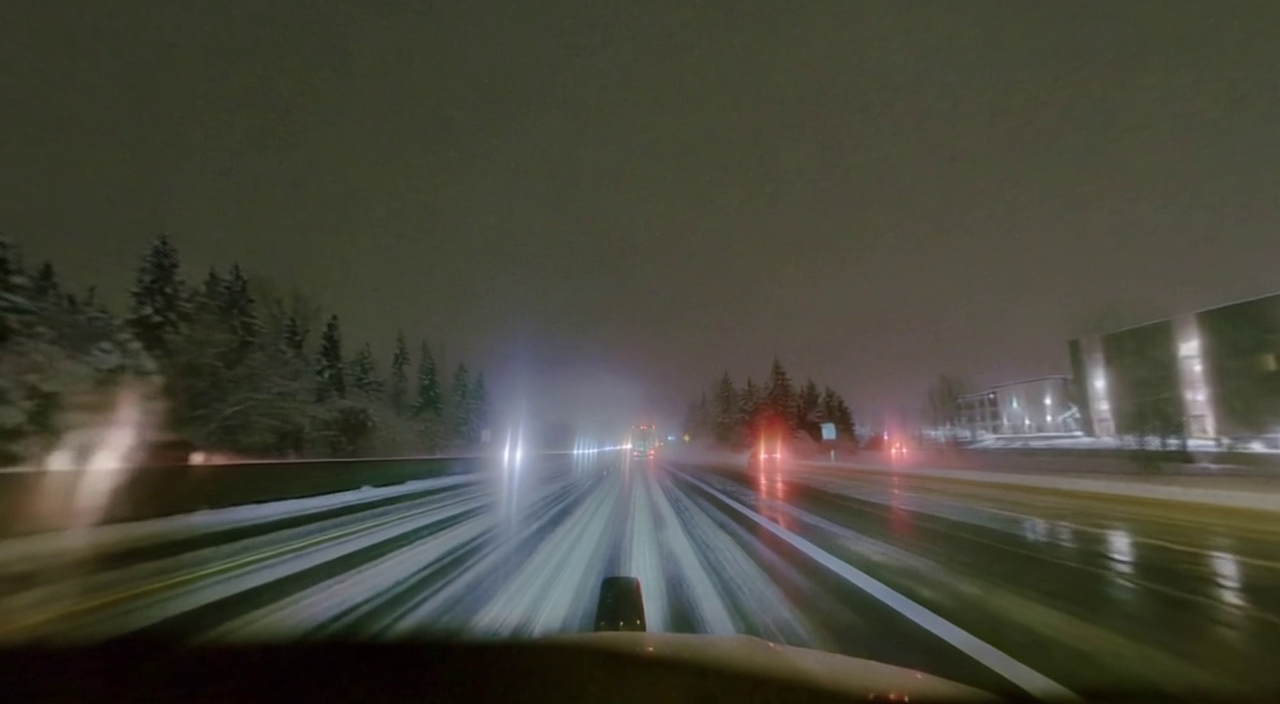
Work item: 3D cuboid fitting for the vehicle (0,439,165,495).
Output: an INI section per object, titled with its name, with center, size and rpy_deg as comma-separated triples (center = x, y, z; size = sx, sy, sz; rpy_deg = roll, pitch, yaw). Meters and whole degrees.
[vehicle]
center = -19.701, 3.951, 22.064
size = 2.114, 1.707, 5.174
rpy_deg = 0, -9, 0
